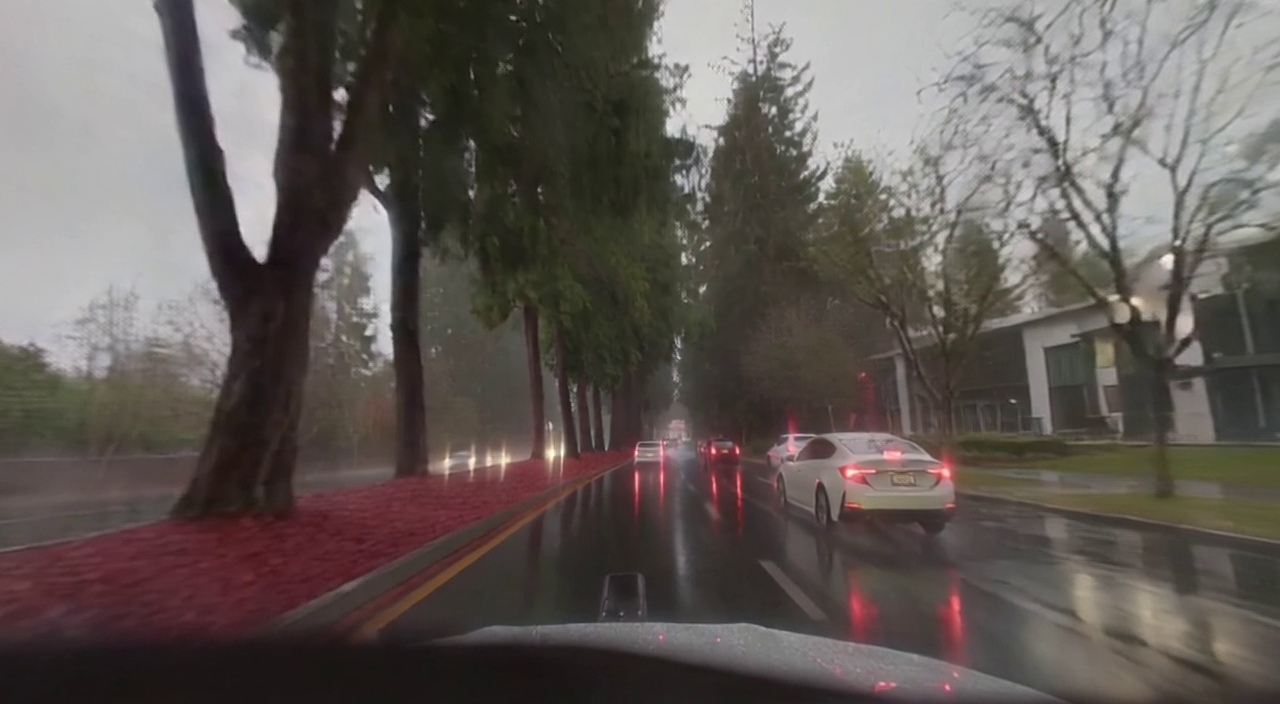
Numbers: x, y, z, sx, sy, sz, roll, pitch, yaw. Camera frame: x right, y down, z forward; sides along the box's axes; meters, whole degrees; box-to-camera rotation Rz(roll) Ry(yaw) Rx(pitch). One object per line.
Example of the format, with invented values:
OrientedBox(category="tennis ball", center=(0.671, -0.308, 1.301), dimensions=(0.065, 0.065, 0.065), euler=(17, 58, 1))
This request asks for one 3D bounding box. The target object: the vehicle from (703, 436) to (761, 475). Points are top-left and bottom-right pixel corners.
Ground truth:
OrientedBox(category="vehicle", center=(4.169, 4.757, 29.294), dimensions=(2.074, 1.652, 4.340), euler=(0, -9, 1))

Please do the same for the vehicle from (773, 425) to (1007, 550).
OrientedBox(category="vehicle", center=(3.525, 1.984, 9.919), dimensions=(1.985, 1.529, 4.147), euler=(0, -9, 0))

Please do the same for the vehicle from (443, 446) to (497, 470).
OrientedBox(category="vehicle", center=(-11.087, 6.927, 41.503), dimensions=(2.123, 1.453, 4.712), euler=(0, -9, 1))

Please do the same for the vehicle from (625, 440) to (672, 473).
OrientedBox(category="vehicle", center=(0.460, 4.973, 30.277), dimensions=(2.082, 1.473, 4.028), euler=(0, -9, 2))
